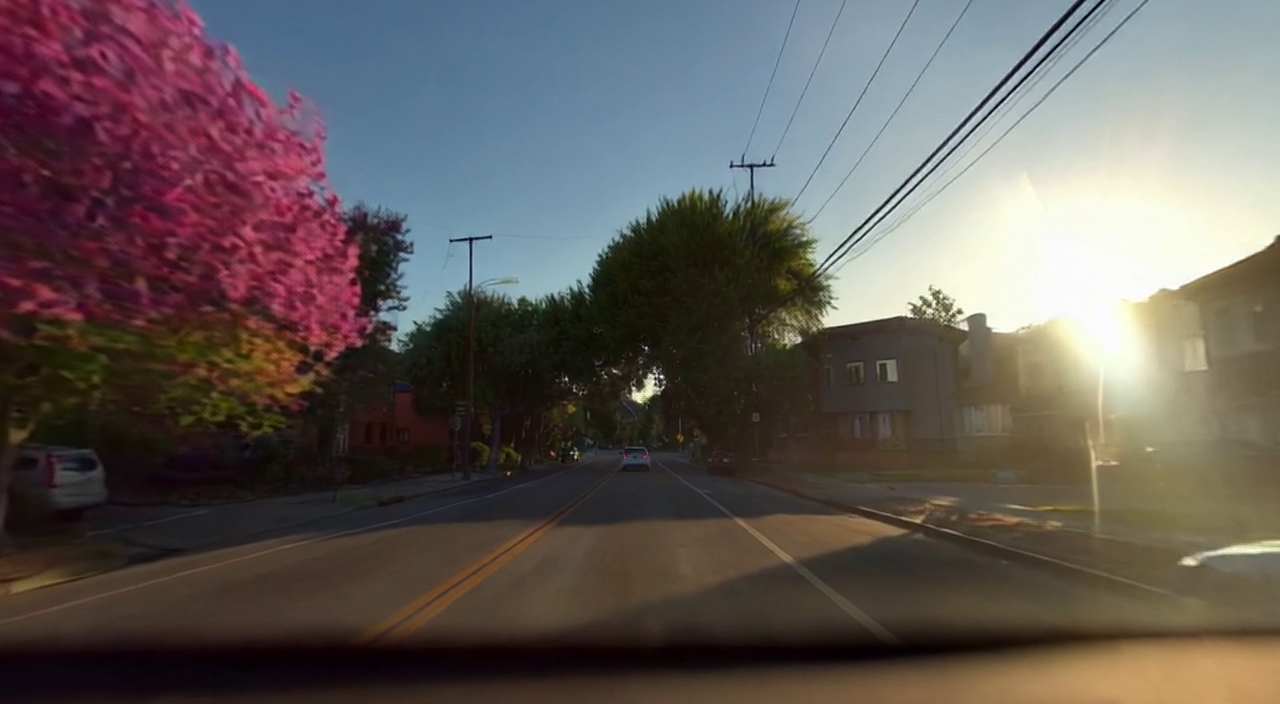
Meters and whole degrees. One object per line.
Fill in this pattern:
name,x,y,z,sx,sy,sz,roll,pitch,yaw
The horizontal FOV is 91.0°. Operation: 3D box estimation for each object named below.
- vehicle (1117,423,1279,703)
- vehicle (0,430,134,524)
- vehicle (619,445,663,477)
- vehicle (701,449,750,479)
vehicle,4.056,0.951,1.899,1.899,1.547,4.259,0,-9,1
vehicle,-15.636,2.952,14.329,6.278,1.911,2.173,-3,-10,0
vehicle,0.027,5.518,32.101,2.104,1.500,3.815,0,-9,0
vehicle,4.620,6.133,34.766,1.977,1.481,5.155,0,-9,0
